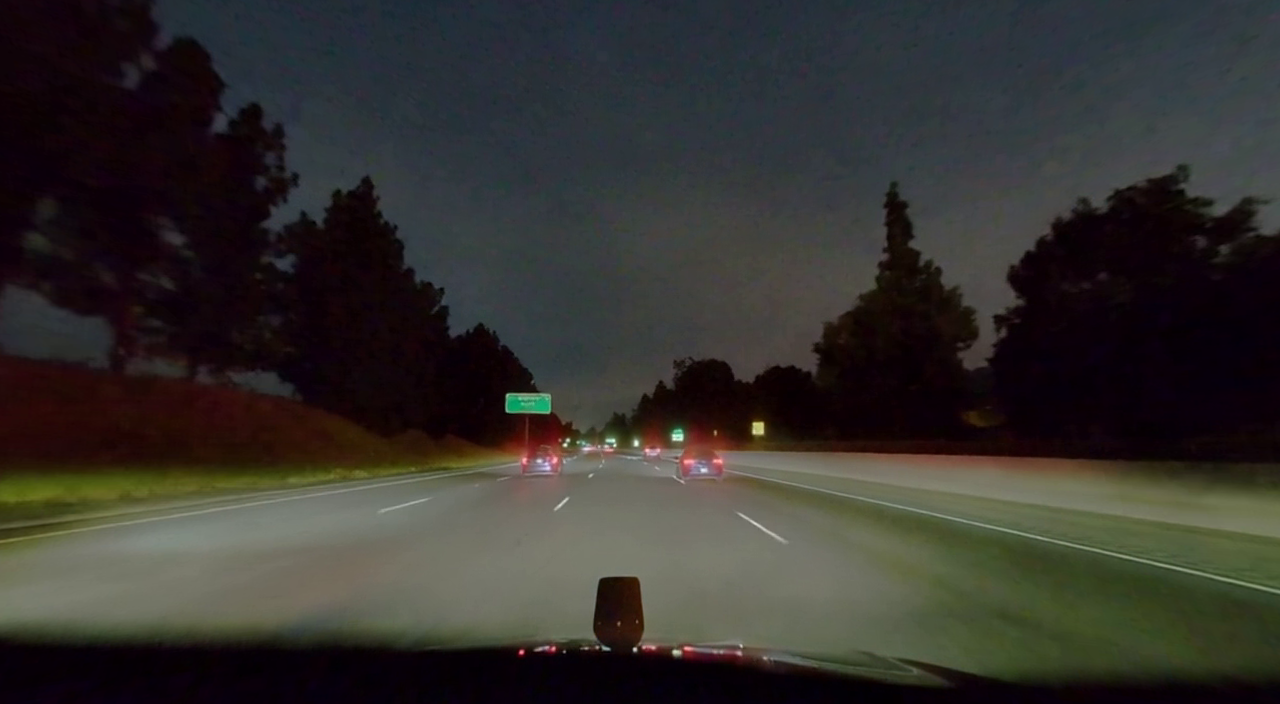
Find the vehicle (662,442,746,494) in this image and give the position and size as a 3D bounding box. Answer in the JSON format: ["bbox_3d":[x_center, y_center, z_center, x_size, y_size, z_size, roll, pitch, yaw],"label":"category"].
[{"bbox_3d":[1.897,3.638,20.163,1.947,1.437,4.345,0,-9,-4],"label":"vehicle"}]

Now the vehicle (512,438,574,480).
[{"bbox_3d":[-4.315,4.854,28.958,2.244,1.755,4.417,0,-9,-1],"label":"vehicle"}]
